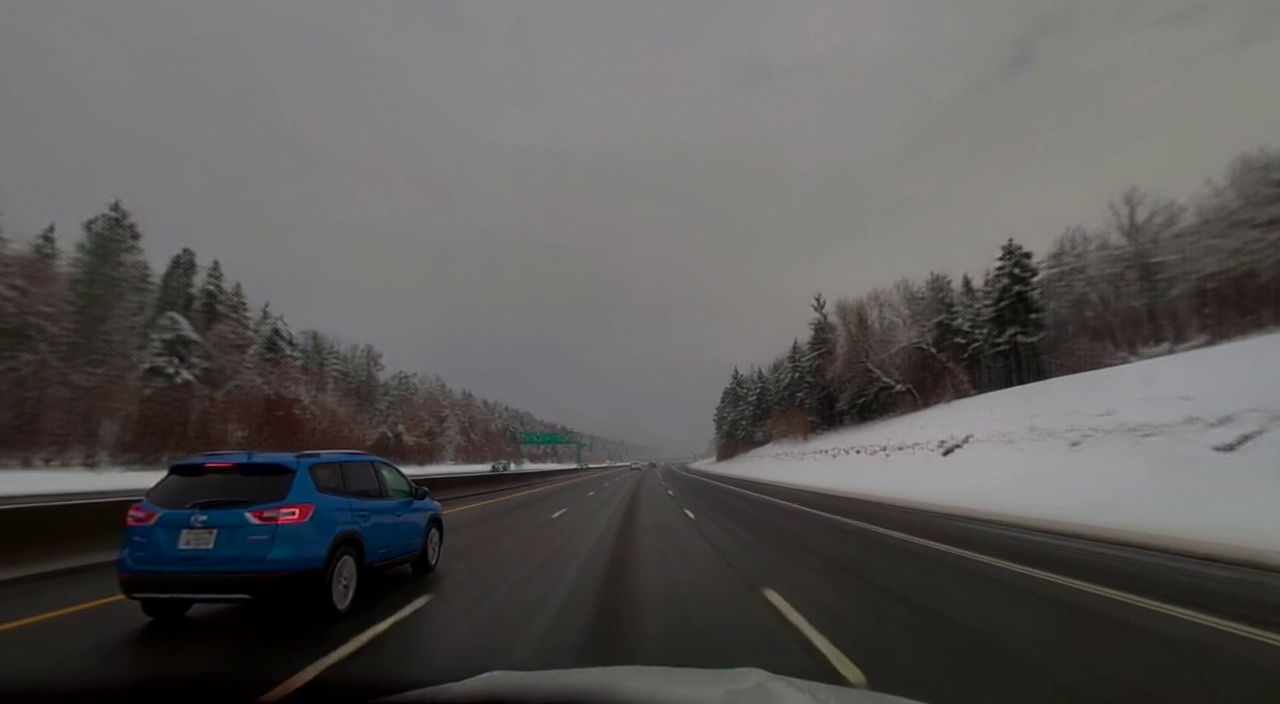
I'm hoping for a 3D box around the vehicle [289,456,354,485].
[{"bbox_3d":[-19.234,7.188,38.199,1.852,1.654,3.850,1,-10,0],"label":"vehicle"}]
